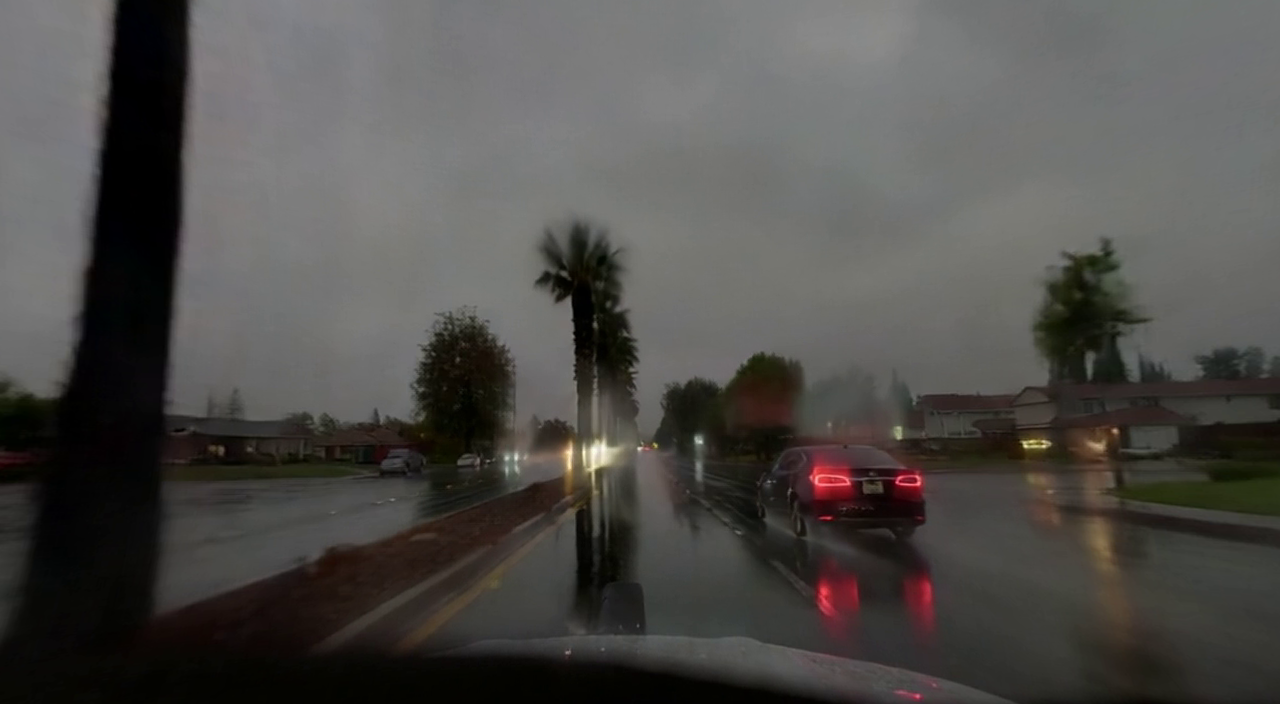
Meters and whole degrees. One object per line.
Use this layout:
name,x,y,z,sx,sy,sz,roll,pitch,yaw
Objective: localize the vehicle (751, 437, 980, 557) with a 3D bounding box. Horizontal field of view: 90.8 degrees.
vehicle,3.262,2.198,10.371,1.989,1.492,4.689,0,-9,-1
